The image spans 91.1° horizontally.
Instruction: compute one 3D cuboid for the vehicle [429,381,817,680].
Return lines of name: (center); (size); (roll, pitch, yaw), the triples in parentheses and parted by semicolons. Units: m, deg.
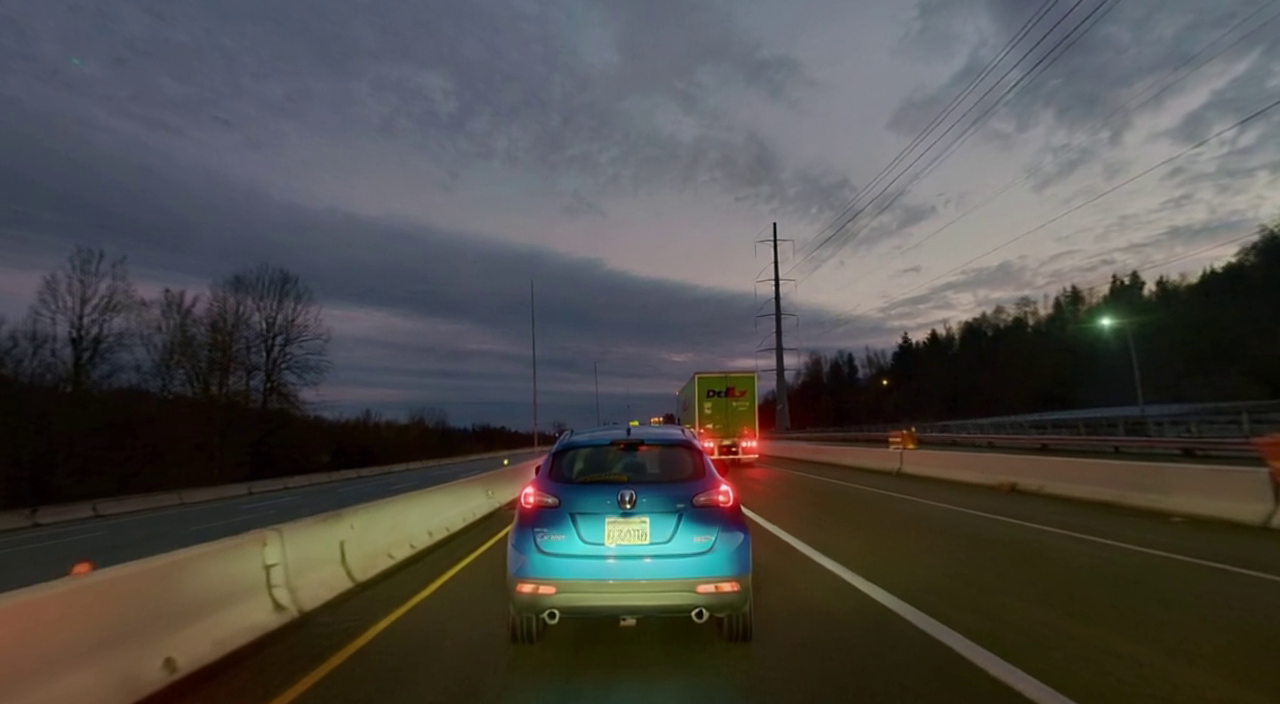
vehicle: (-0.137, 1.214, 5.387); (2.062, 1.581, 3.914); (0, -8, -2)
